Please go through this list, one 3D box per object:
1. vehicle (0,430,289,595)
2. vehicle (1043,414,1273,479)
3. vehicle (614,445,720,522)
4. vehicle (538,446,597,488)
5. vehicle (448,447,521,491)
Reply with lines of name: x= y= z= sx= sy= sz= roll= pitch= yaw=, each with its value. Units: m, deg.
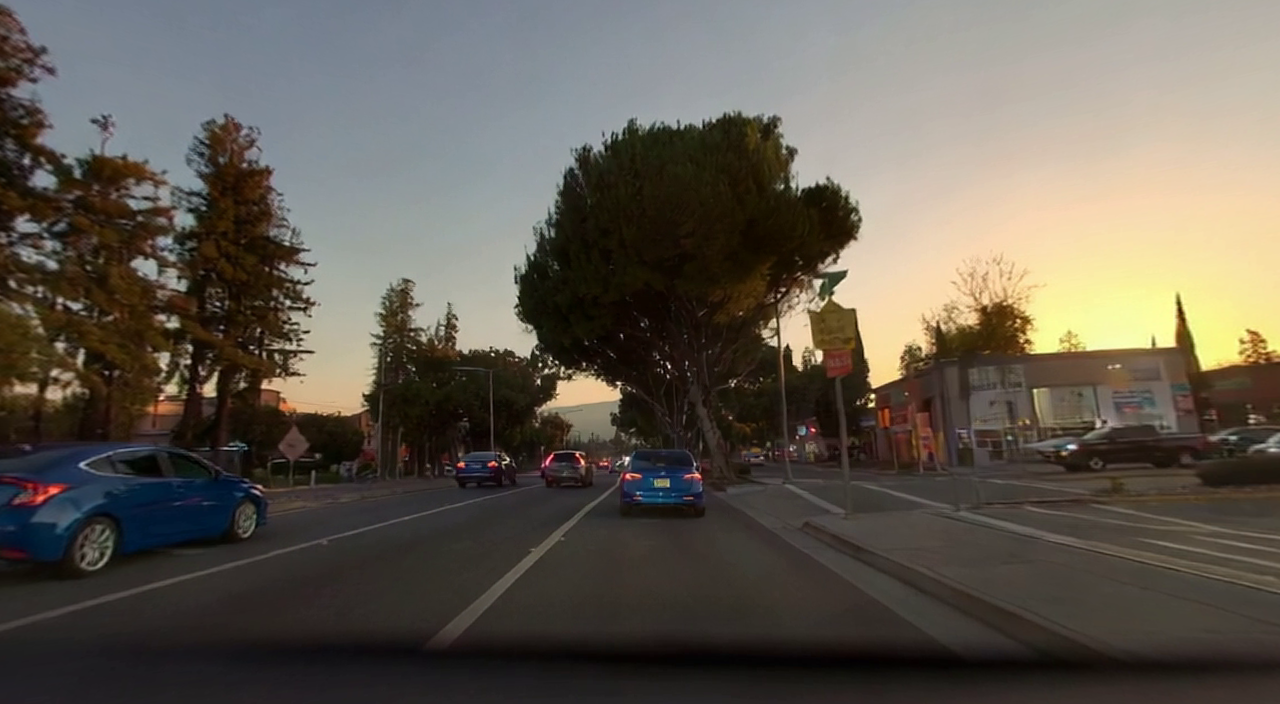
vehicle: x=-7.041 y=1.955 z=8.602 sx=1.968 sy=1.657 sz=4.230 roll=0 pitch=-8 yaw=1
vehicle: x=17.964 y=3.320 z=22.207 sx=5.852 sy=1.962 sz=2.323 roll=-7 pitch=-11 yaw=41
vehicle: x=0.558 y=2.892 z=14.443 sx=2.091 sy=1.494 sz=3.962 roll=0 pitch=-8 yaw=1
vehicle: x=-3.244 y=5.247 z=29.133 sx=2.055 sy=1.725 sz=4.732 roll=0 pitch=-8 yaw=2
vehicle: x=-6.872 y=5.193 z=28.323 sx=2.032 sy=1.767 sz=4.549 roll=0 pitch=-8 yaw=1
